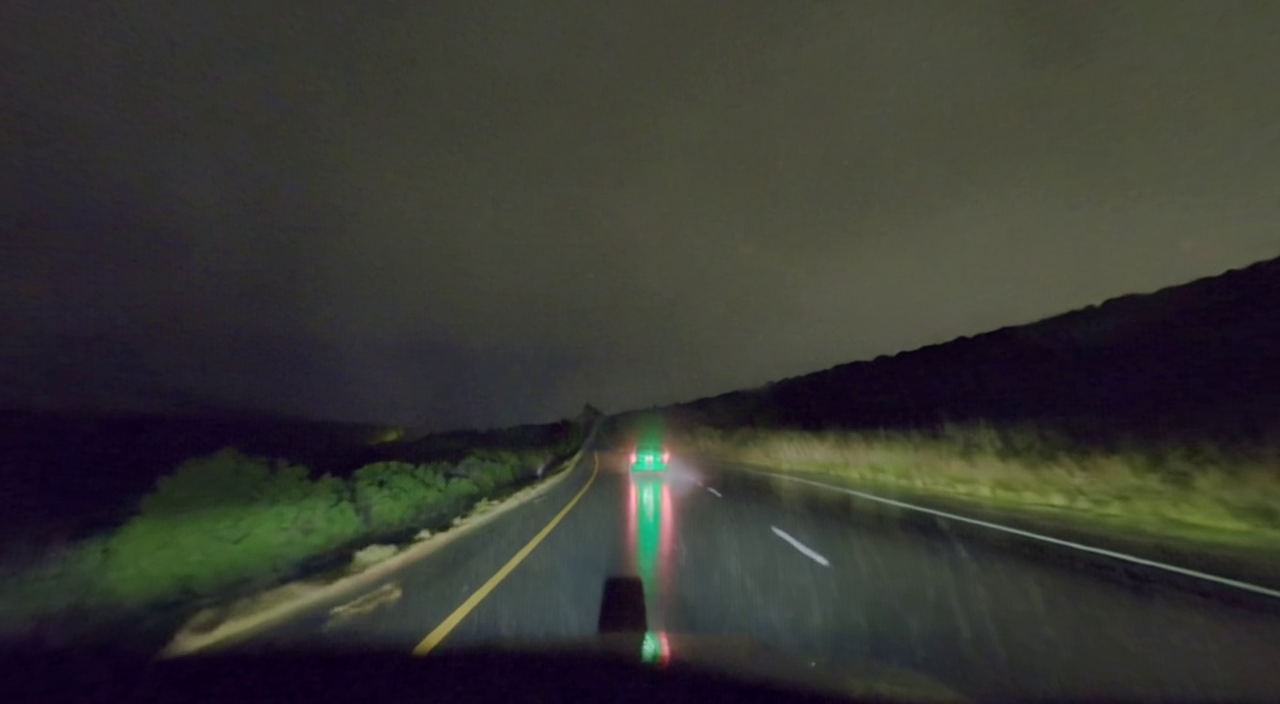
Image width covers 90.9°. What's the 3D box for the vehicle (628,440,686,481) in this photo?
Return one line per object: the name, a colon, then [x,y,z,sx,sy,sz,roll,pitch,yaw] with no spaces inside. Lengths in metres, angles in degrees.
vehicle: [0.575,4.321,25.347,2.029,1.474,4.183,0,-9,-2]
